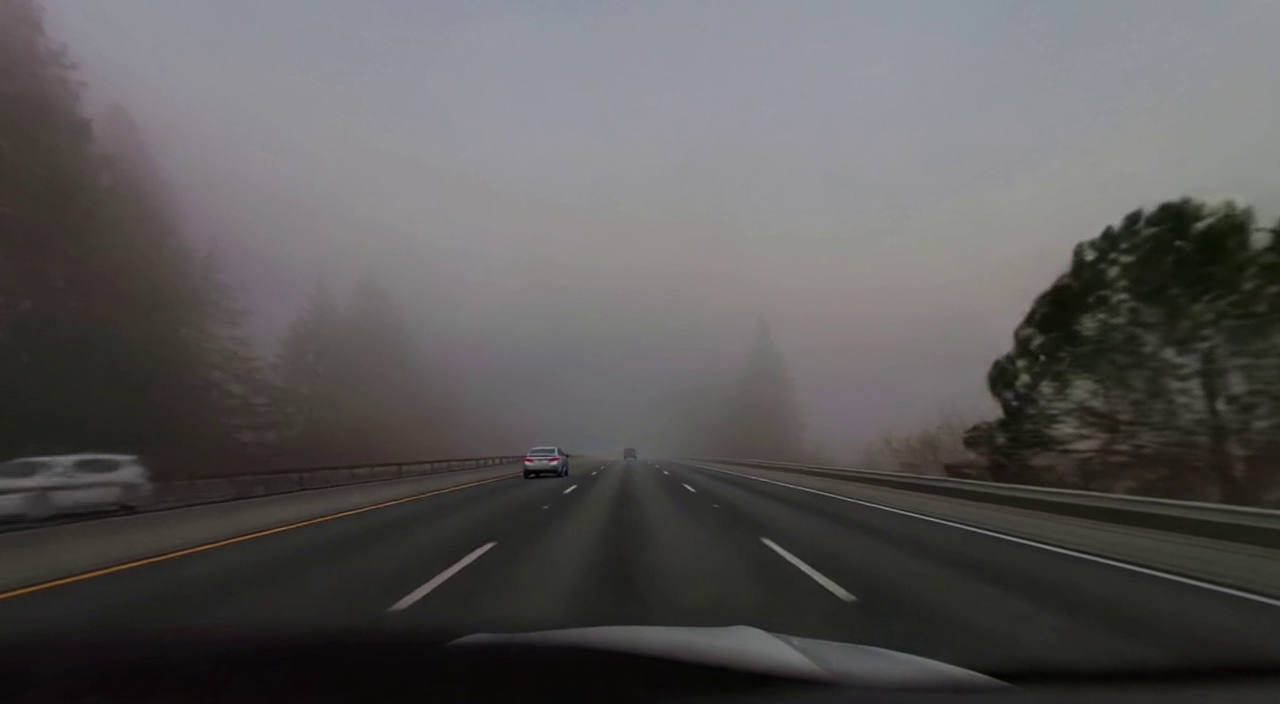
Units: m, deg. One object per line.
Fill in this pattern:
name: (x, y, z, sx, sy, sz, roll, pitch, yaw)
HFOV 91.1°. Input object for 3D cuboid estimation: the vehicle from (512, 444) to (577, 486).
vehicle: (-3.726, 4.472, 25.196, 1.970, 1.492, 3.944, 0, -9, 0)
